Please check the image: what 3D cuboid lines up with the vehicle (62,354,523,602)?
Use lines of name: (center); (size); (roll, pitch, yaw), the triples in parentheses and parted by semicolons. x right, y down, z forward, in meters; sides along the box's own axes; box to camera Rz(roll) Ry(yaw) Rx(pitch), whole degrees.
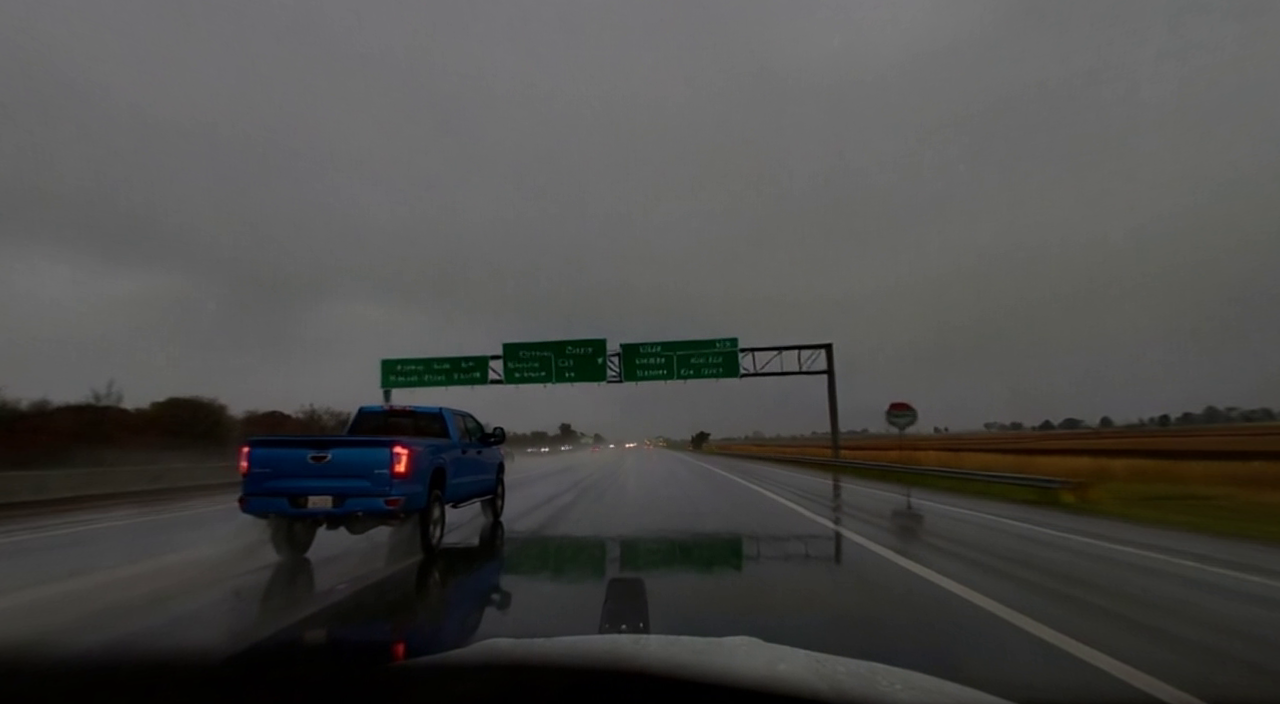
vehicle: (-3.500, 1.497, 8.423); (2.601, 2.084, 6.068); (0, -8, 1)
